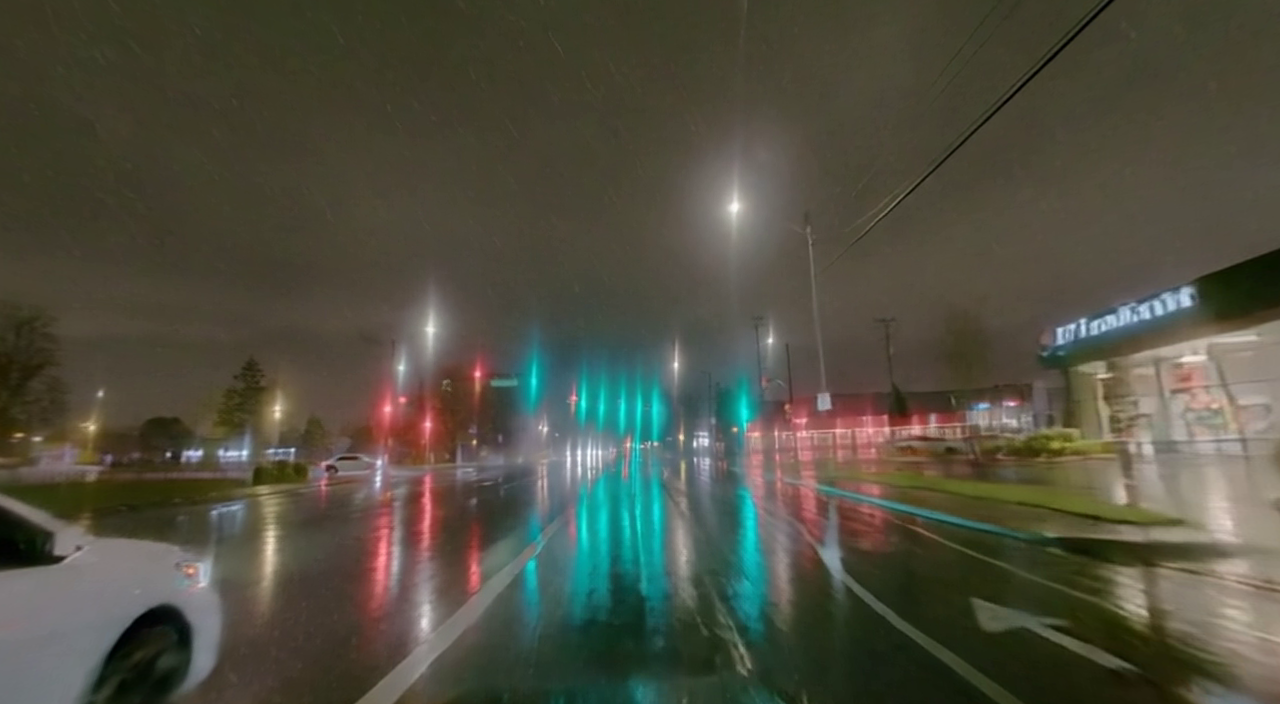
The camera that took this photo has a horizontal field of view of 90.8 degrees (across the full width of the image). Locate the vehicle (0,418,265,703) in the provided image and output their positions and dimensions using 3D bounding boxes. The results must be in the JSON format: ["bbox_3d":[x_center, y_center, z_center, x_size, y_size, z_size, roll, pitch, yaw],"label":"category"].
[{"bbox_3d":[-2.976,0.798,1.064,1.874,1.424,4.553,-1,-8,0],"label":"vehicle"}]

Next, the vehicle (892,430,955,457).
[{"bbox_3d":[18.538,6.031,41.586,1.879,1.643,4.484,0,-8,-3],"label":"vehicle"}]
